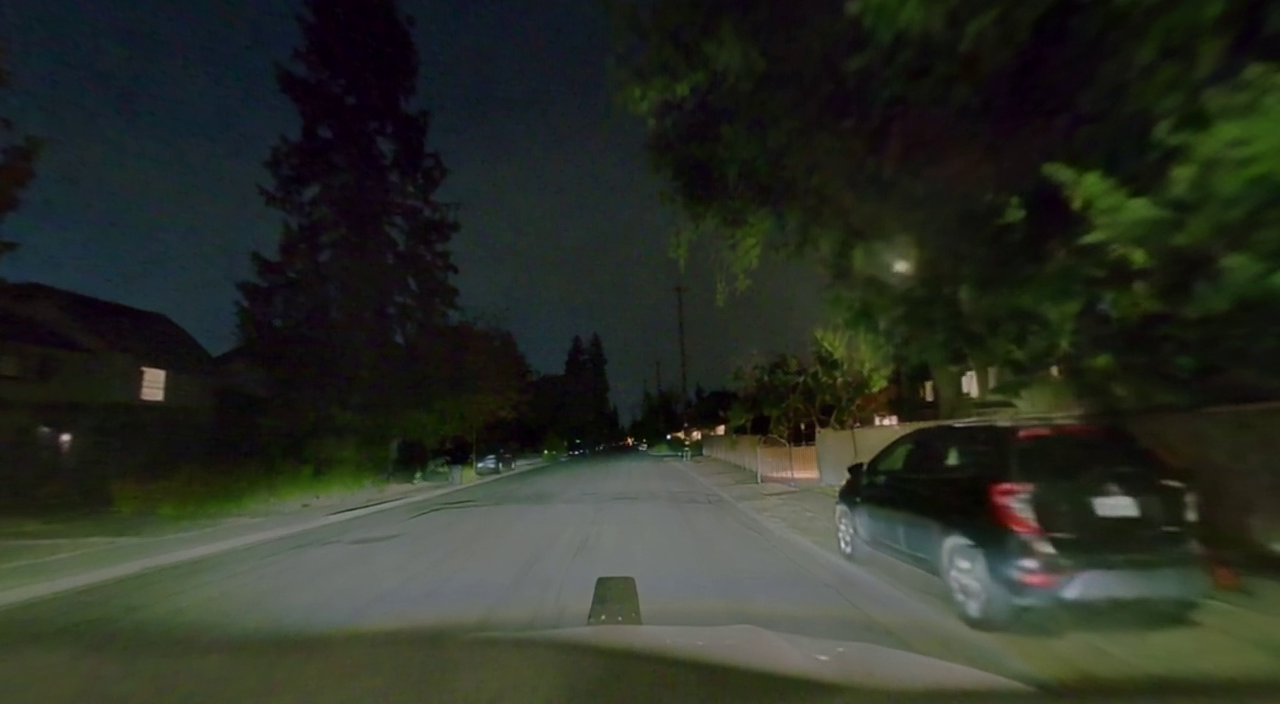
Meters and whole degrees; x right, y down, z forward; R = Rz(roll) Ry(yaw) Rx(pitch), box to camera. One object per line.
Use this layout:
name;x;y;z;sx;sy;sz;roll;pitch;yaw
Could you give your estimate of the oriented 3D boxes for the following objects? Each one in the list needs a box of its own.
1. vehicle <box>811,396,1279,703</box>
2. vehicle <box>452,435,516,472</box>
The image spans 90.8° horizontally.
vehicle;3.522;1.382;5.872;2.291;1.546;5.204;0;-8;-1
vehicle;-8.631;5.730;35.481;2.352;1.843;4.979;-1;-10;0
